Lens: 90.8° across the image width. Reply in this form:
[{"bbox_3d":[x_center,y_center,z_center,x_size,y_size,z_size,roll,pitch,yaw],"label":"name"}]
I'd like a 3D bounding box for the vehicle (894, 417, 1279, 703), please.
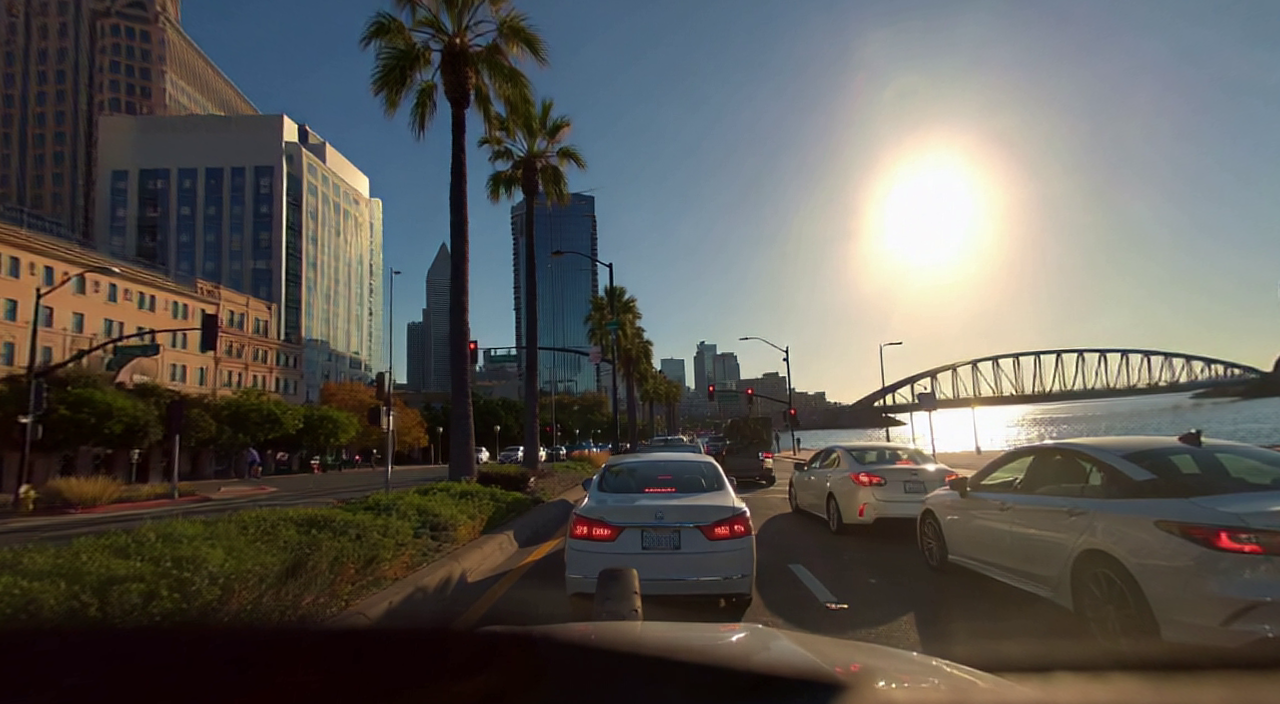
[{"bbox_3d":[3.912,1.362,5.084,1.913,1.469,4.425,0,-9,0],"label":"vehicle"}]

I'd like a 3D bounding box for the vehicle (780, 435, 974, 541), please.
[{"bbox_3d":[3.888,2.288,11.313,1.920,1.490,4.417,-1,-9,2],"label":"vehicle"}]

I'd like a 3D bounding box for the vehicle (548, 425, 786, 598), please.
[{"bbox_3d":[0.263,1.696,7.480,2.093,1.503,3.681,0,-9,1],"label":"vehicle"}]
